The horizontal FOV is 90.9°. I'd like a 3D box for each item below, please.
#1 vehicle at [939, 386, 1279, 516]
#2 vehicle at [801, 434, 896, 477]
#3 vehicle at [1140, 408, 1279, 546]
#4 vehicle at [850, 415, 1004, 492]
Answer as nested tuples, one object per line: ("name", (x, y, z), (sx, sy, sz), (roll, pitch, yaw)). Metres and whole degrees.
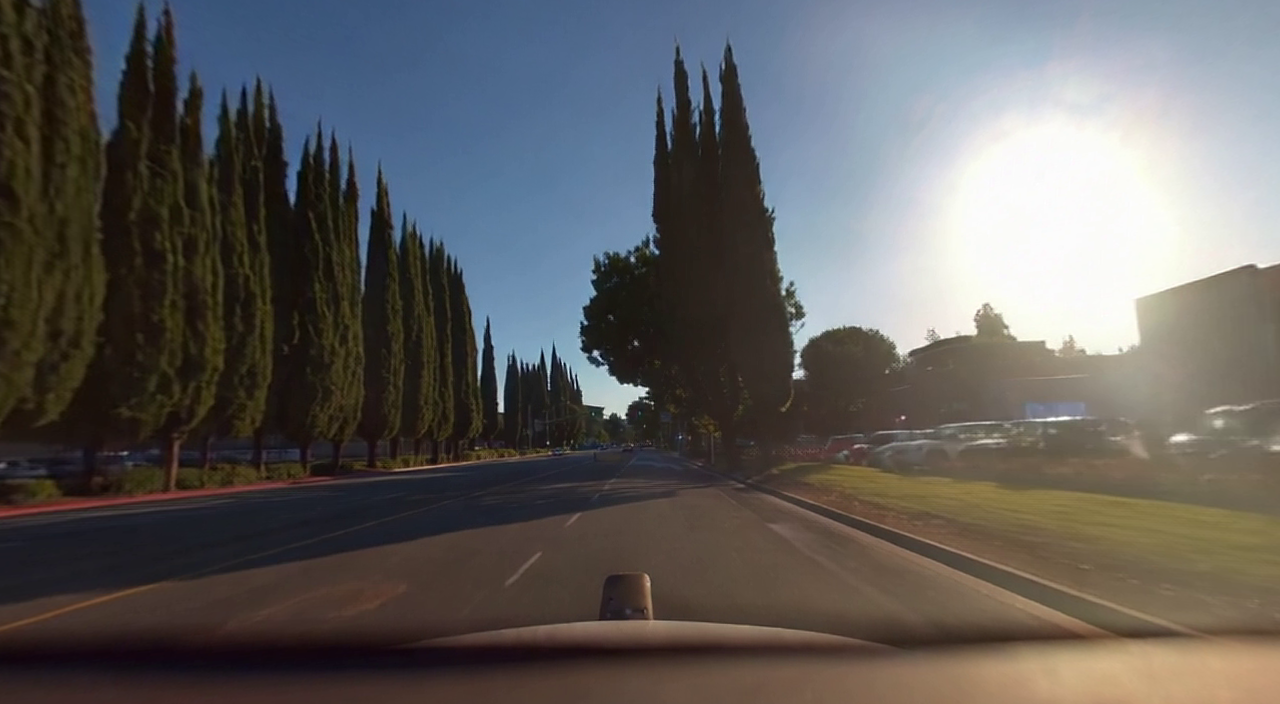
("vehicle", (7.823, 1.829, 11.498), (2.043, 1.791, 5.339), (0, -10, -1))
("vehicle", (8.096, 4.072, 25.029), (1.993, 1.476, 4.821), (0, -8, -2))
("vehicle", (7.873, 1.229, 6.145), (2.056, 1.449, 4.679), (-1, -8, -1))
("vehicle", (8.144, 2.951, 18.533), (2.235, 1.899, 4.827), (-1, -8, 0))
